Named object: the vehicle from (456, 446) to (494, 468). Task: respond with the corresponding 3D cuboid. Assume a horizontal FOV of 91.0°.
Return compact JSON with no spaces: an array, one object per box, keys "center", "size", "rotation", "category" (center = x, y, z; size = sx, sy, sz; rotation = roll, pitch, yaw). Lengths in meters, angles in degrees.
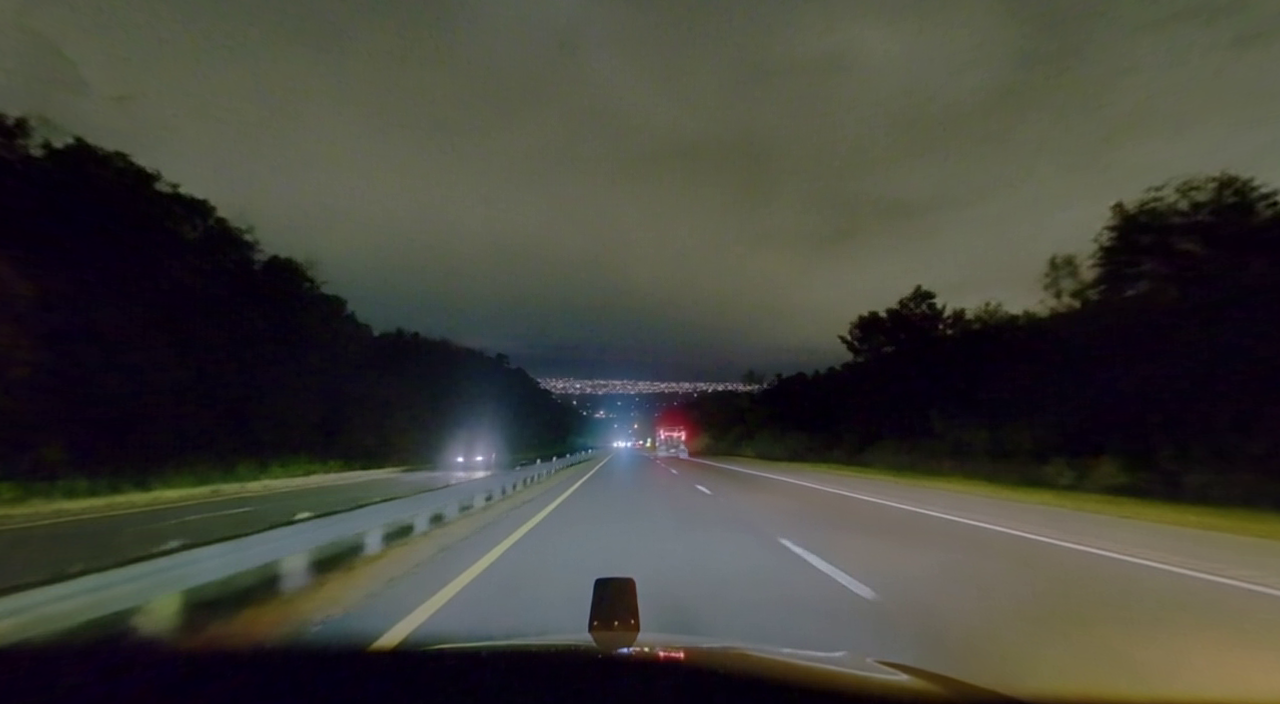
[{"center":[-13.079,8.319,49.984],"size":[1.989,1.612,3.884],"rotation":[0,-8,-1],"category":"vehicle"}]
